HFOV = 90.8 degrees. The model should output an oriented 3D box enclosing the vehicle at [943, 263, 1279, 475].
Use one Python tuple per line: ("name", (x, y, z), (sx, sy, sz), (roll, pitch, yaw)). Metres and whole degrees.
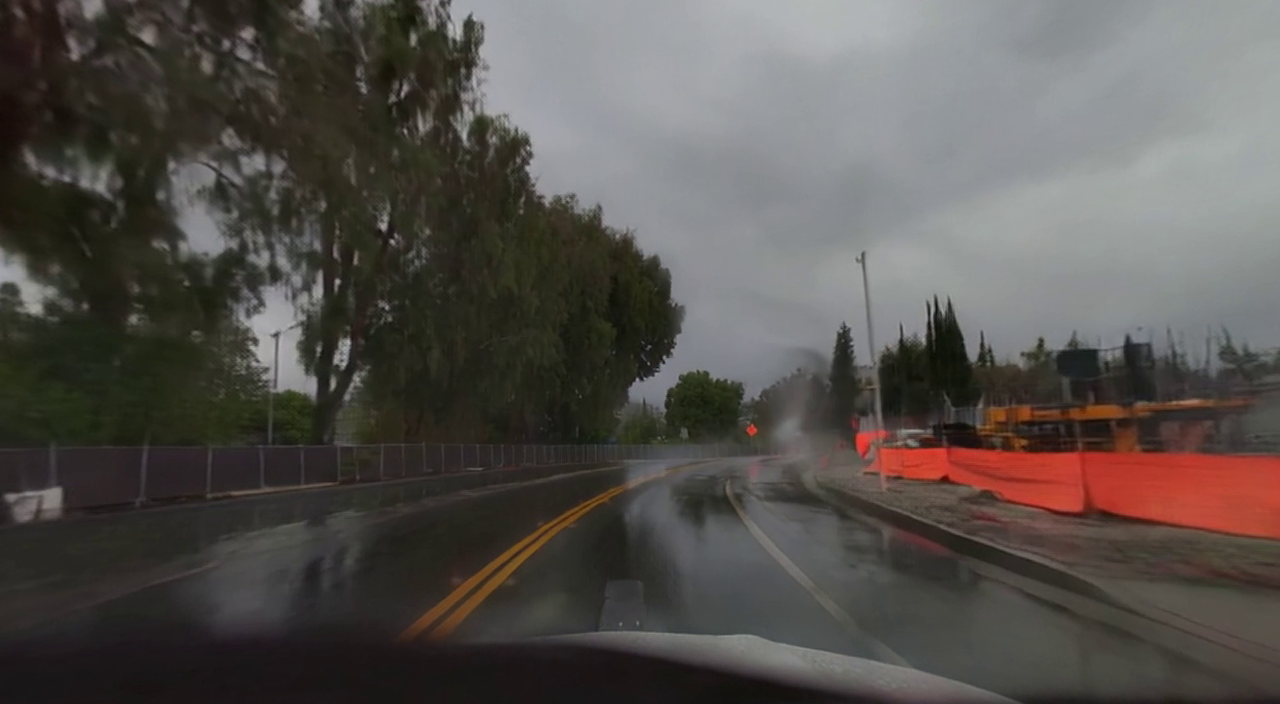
("vehicle", (11.265, 0.987, 16.073), (2.984, 3.691, 10.409), (-1, -8, 7))
